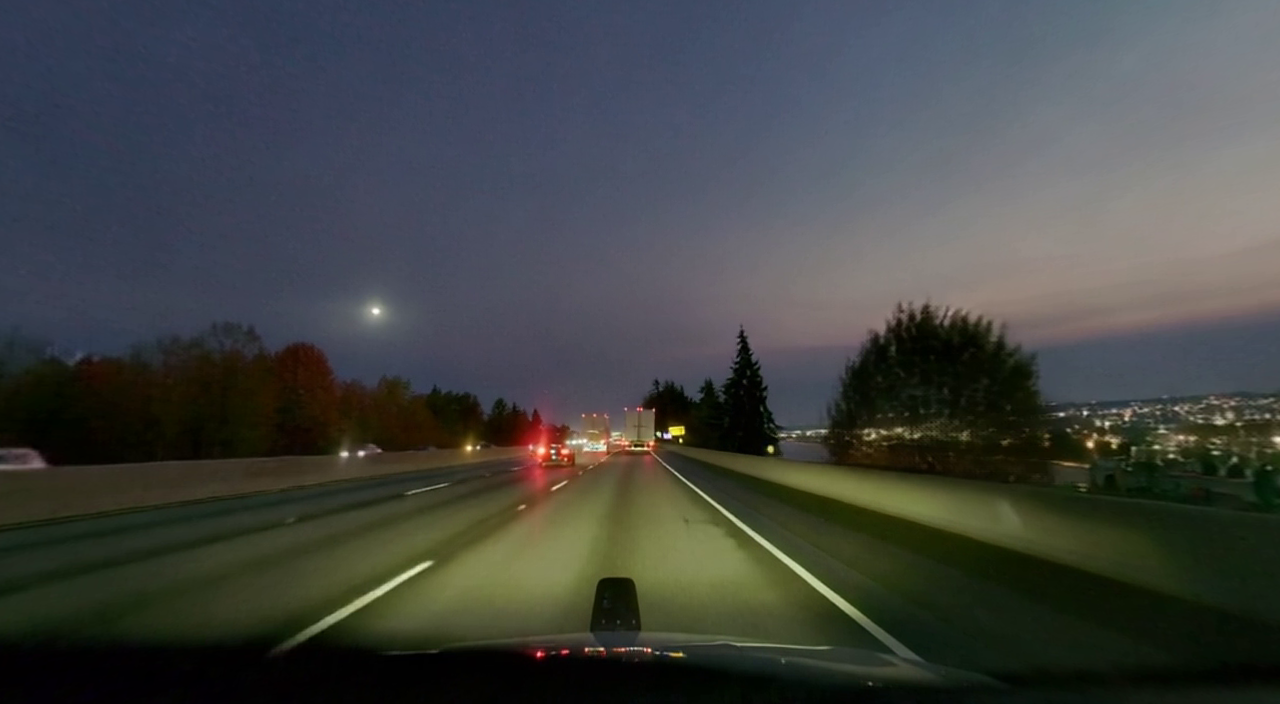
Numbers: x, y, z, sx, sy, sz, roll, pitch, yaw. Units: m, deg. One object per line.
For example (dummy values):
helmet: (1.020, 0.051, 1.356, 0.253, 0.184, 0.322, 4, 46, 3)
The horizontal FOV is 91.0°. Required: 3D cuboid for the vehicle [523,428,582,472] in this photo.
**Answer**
vehicle: (-3.991, 4.545, 29.469, 2.127, 1.839, 4.984, 0, -8, -1)
